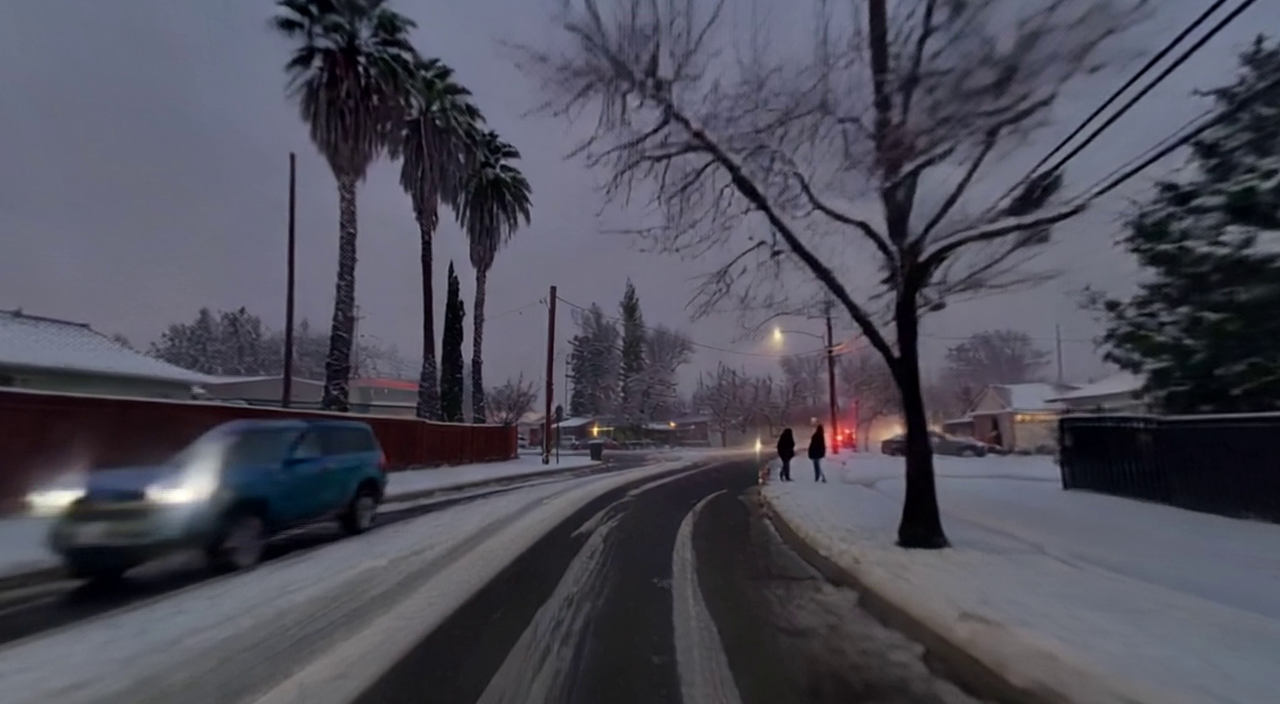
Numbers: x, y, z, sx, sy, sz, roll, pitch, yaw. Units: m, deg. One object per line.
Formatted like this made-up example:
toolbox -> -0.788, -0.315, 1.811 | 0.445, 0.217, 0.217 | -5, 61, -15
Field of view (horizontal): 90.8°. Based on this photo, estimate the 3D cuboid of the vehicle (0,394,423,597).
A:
vehicle -> -4.777, 1.594, 7.917 | 2.208, 1.758, 4.529 | -1, -8, 4
